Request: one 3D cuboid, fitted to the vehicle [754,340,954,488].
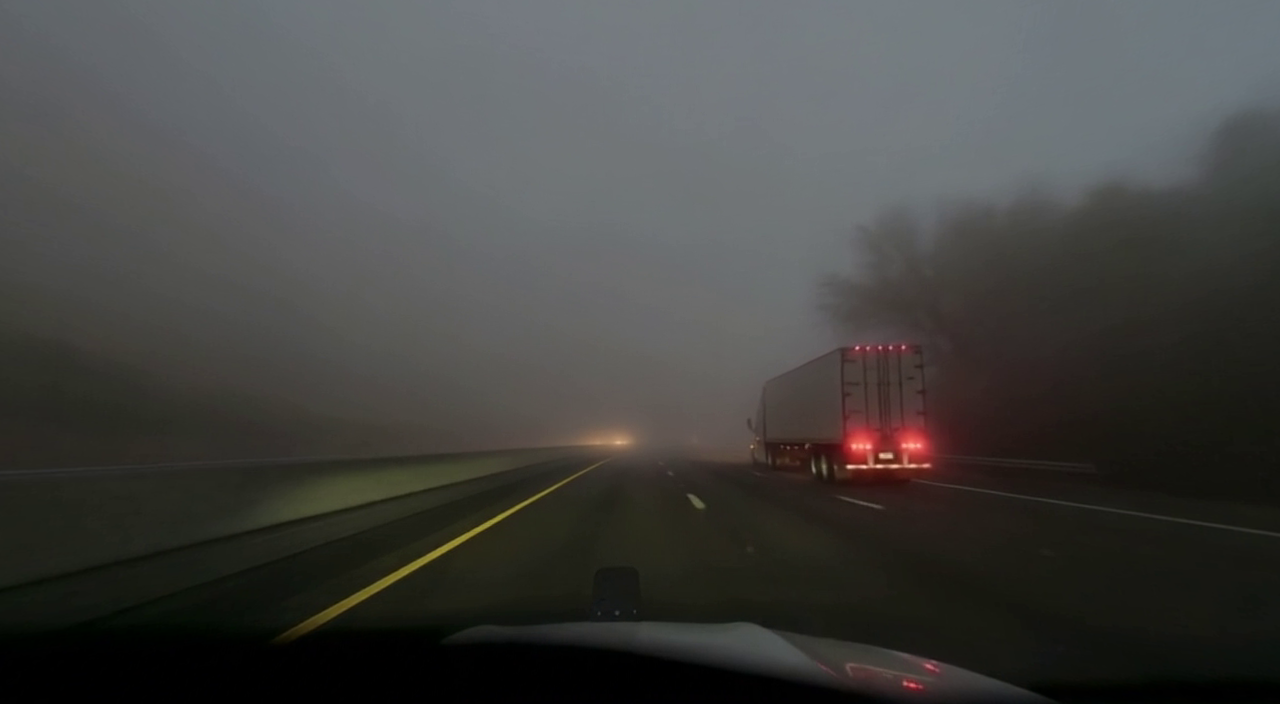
[{"bbox_3d":[7.164,2.687,24.425,2.885,4.075,13.981,0,-8,0],"label":"vehicle"}]
